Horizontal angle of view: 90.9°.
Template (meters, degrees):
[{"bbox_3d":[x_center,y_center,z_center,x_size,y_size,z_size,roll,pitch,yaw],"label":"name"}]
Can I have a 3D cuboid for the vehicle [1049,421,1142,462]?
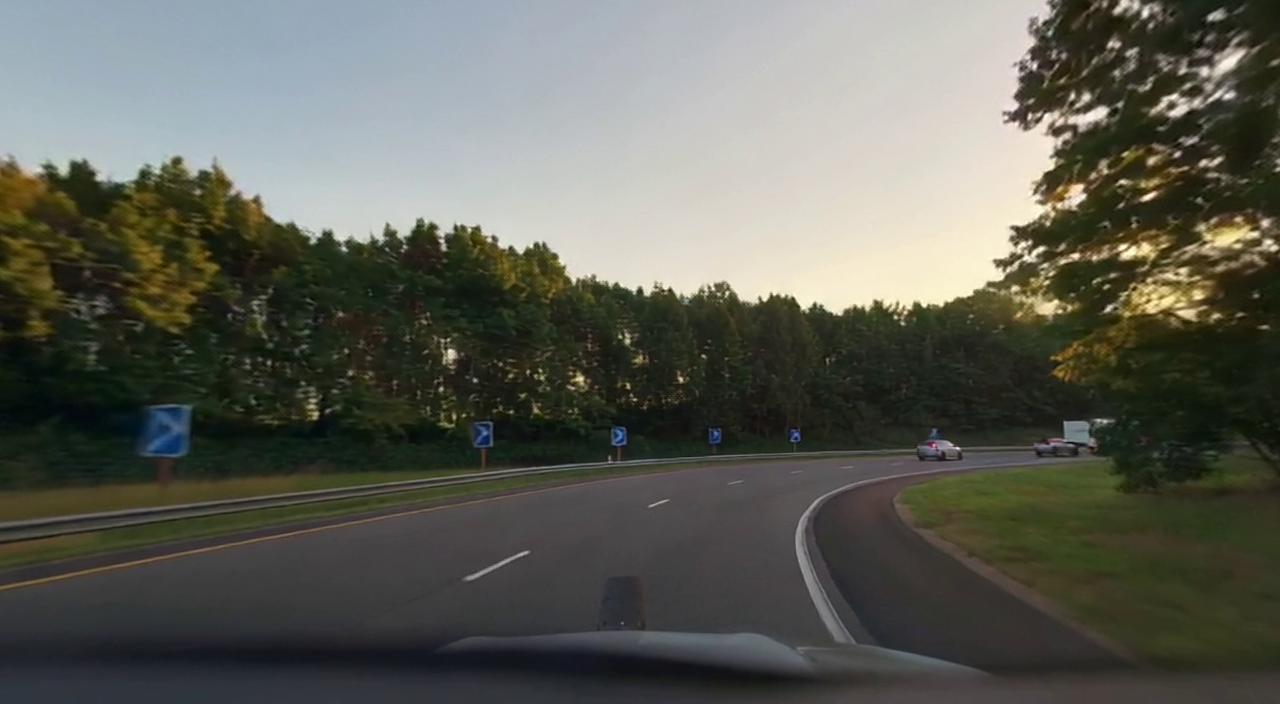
[{"bbox_3d":[33.499,6.628,46.352,5.981,2.823,2.498,3,-10,-22],"label":"vehicle"}]

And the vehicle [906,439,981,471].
[{"bbox_3d":[17.101,5.774,35.386,4.325,1.674,2.221,8,-12,-42],"label":"vehicle"}]
